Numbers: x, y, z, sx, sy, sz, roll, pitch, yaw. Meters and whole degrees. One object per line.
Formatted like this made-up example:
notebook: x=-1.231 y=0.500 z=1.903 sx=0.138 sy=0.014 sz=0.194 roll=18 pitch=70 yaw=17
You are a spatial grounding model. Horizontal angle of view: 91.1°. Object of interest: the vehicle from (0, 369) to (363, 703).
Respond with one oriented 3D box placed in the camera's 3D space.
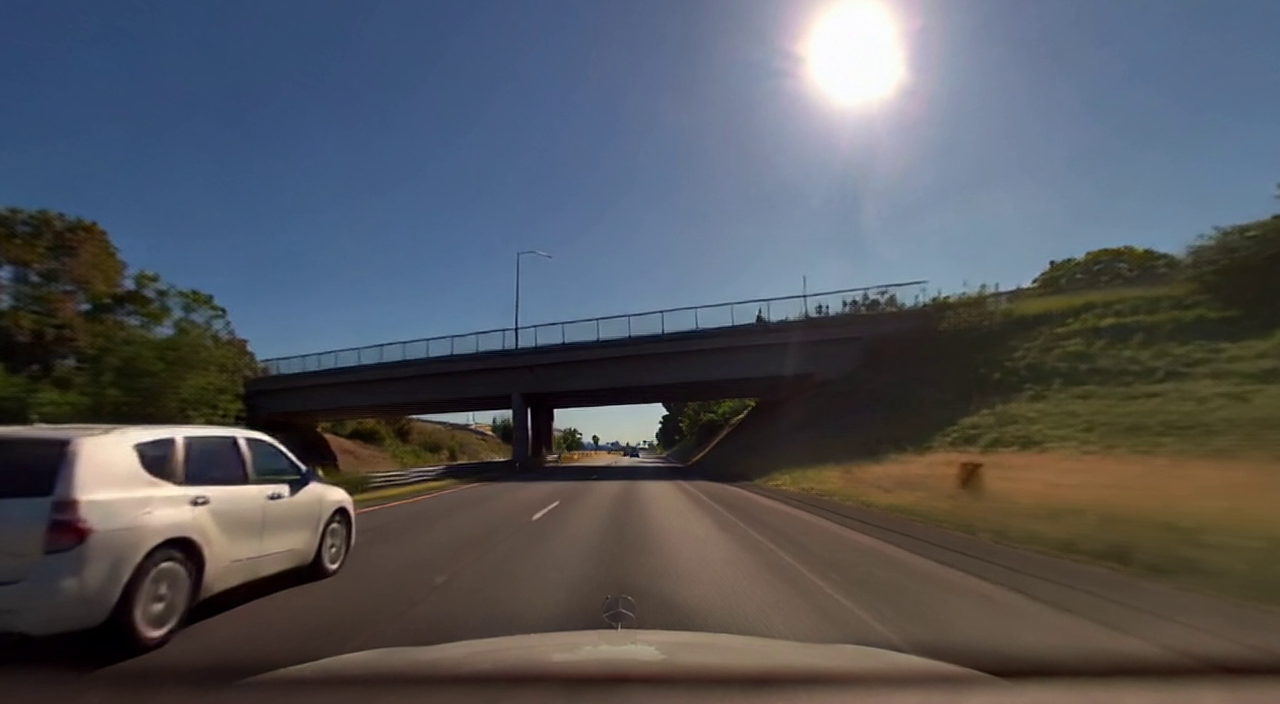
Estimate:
vehicle: x=-3.887 y=1.137 z=4.211 sx=2.082 sy=1.668 sz=4.274 roll=0 pitch=-9 yaw=0
